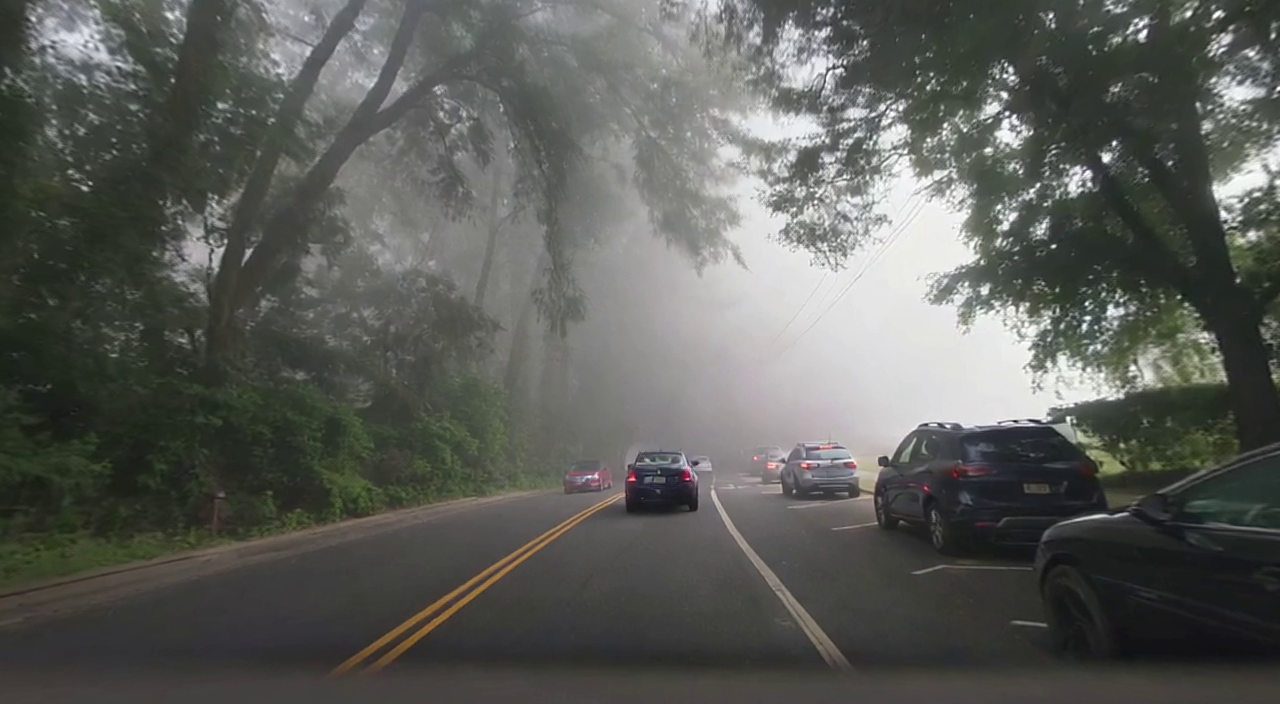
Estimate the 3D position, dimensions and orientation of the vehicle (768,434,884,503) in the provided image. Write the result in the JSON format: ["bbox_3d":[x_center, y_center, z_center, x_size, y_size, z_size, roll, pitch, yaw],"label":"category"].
[{"bbox_3d":[4.934,3.145,17.461,1.957,1.629,4.609,0,-8,2],"label":"vehicle"}]

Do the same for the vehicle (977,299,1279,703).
[{"bbox_3d":[3.432,0.672,1.982,2.224,1.805,4.773,0,-8,2],"label":"vehicle"}]

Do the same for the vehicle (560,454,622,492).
[{"bbox_3d":[-2.251,5.776,30.347,2.087,1.449,4.575,-5,-9,5],"label":"vehicle"}]

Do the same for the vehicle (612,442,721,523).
[{"bbox_3d":[0.602,2.795,14.134,2.078,1.521,4.058,-1,-8,3],"label":"vehicle"}]
